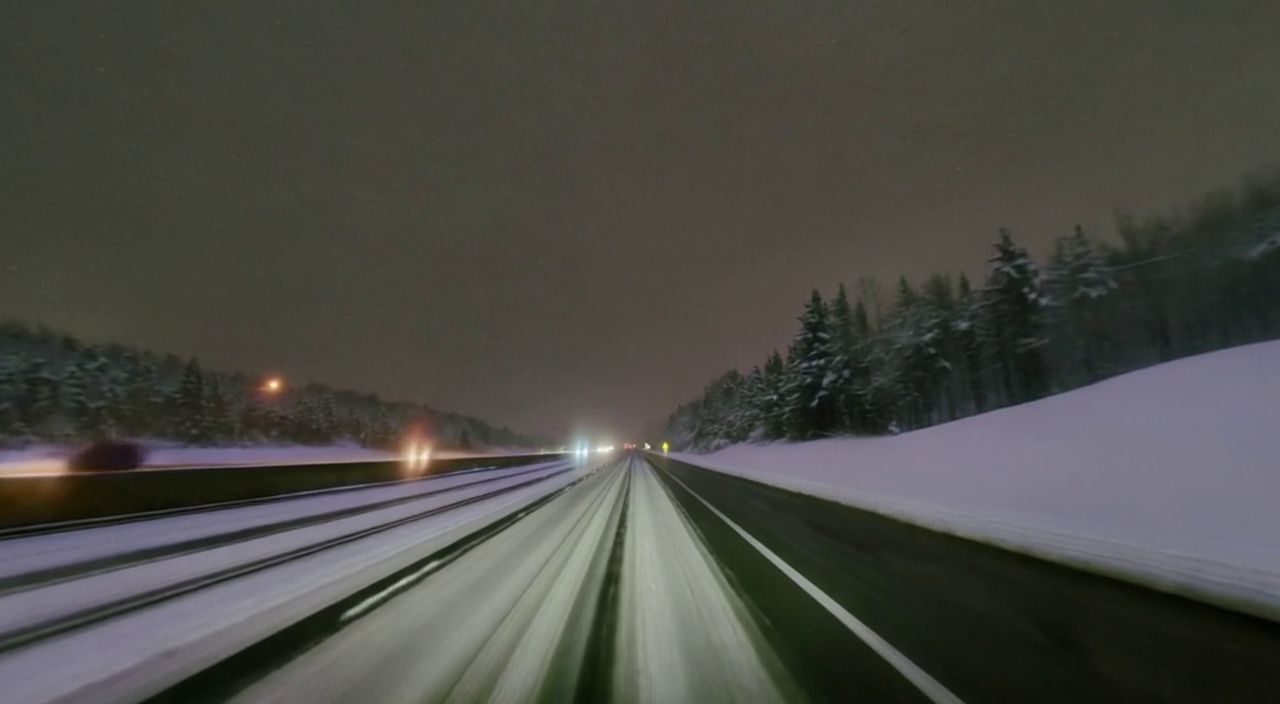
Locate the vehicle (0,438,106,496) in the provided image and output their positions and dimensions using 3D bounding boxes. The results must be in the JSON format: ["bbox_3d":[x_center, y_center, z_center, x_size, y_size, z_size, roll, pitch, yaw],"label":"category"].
[{"bbox_3d":[-19.875,3.594,19.870,1.812,1.678,4.844,0,-9,0],"label":"vehicle"}]
